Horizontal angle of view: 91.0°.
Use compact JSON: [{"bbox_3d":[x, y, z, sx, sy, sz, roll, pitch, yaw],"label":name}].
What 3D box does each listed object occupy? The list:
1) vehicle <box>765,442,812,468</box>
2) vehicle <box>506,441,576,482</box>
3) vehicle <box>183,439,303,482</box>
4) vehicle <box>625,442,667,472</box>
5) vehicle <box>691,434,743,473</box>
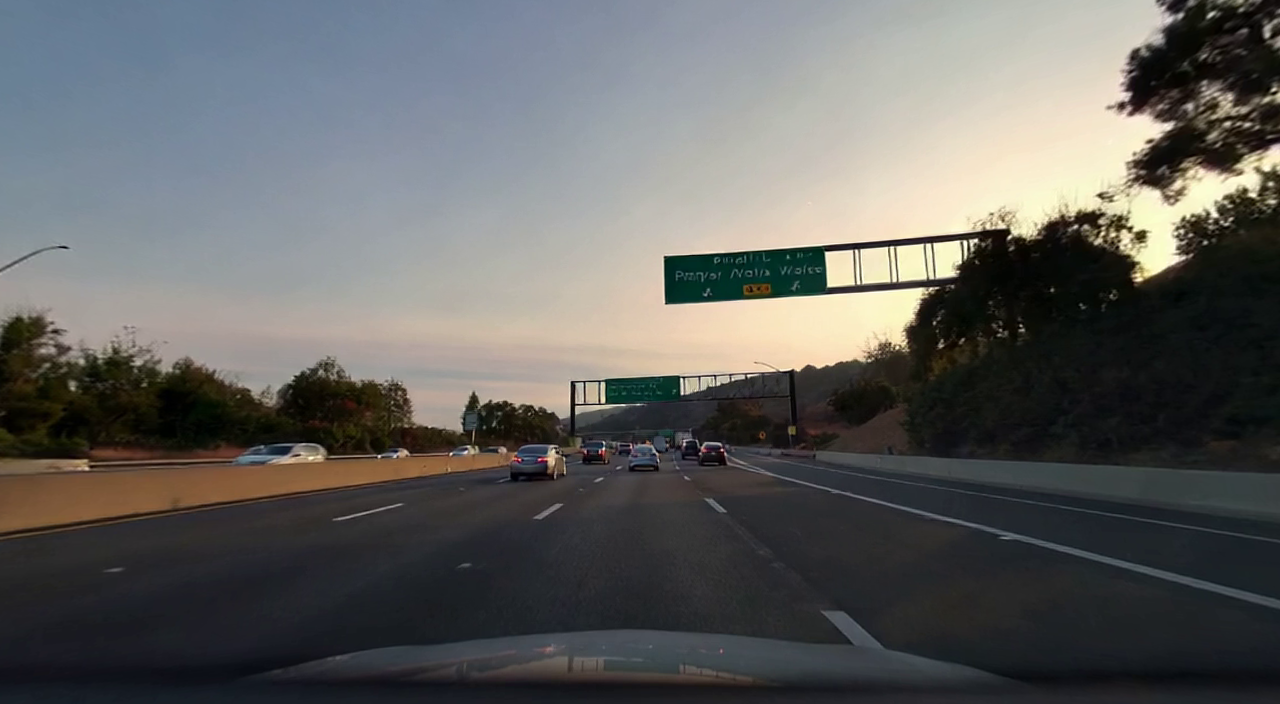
[{"bbox_3d":[9.035,6.291,38.649,1.971,1.464,4.357,0,-9,2],"label":"vehicle"},{"bbox_3d":[-3.918,4.430,25.687,1.996,1.488,4.451,0,-9,2],"label":"vehicle"},{"bbox_3d":[-16.512,4.536,26.534,1.948,1.643,4.612,0,-9,2],"label":"vehicle"},{"bbox_3d":[0.334,5.541,33.326,2.071,1.478,4.130,0,-9,1],"label":"vehicle"},{"bbox_3d":[3.760,5.063,31.505,2.045,1.768,4.249,0,-9,0],"label":"vehicle"}]
